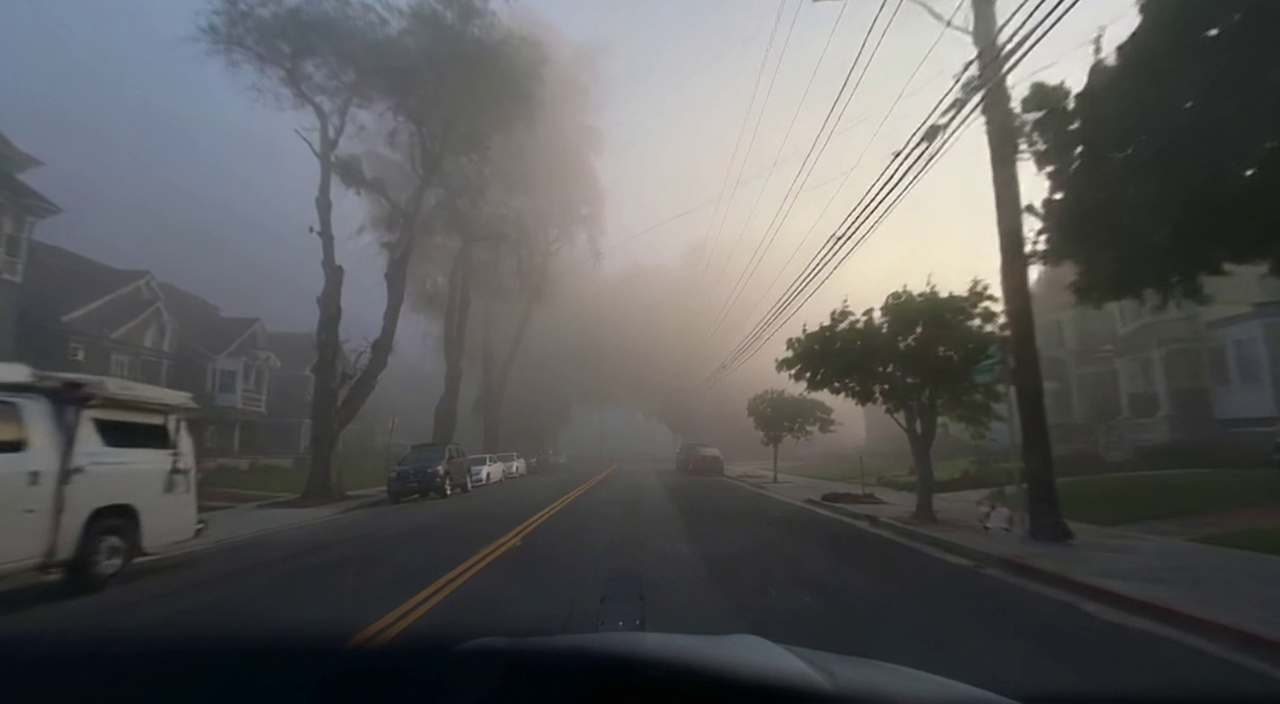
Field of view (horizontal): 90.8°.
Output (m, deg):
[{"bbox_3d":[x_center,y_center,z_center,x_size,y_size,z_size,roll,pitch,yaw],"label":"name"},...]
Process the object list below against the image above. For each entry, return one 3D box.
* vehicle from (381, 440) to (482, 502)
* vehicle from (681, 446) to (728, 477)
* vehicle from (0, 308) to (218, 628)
[{"bbox_3d":[-6.768,3.876,21.025,1.963,1.820,4.297,0,-9,-1],"label":"vehicle"},{"bbox_3d":[3.305,5.726,33.302,1.869,1.453,4.237,0,-9,-2],"label":"vehicle"},{"bbox_3d":[-6.756,0.995,5.341,2.439,2.724,5.647,-1,-10,-1],"label":"vehicle"}]
